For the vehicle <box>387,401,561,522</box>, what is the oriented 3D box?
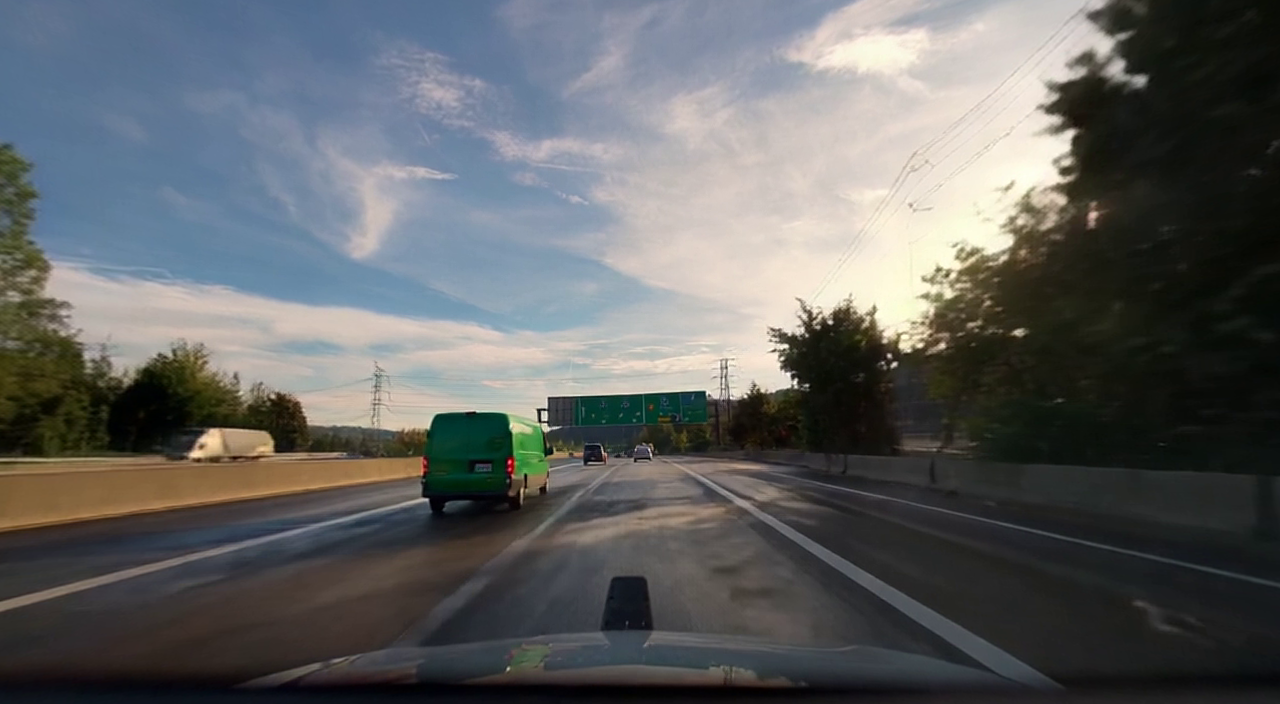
[{"bbox_3d":[-3.081,2.176,12.947,2.281,2.025,4.586,0,-8,0],"label":"vehicle"}]
